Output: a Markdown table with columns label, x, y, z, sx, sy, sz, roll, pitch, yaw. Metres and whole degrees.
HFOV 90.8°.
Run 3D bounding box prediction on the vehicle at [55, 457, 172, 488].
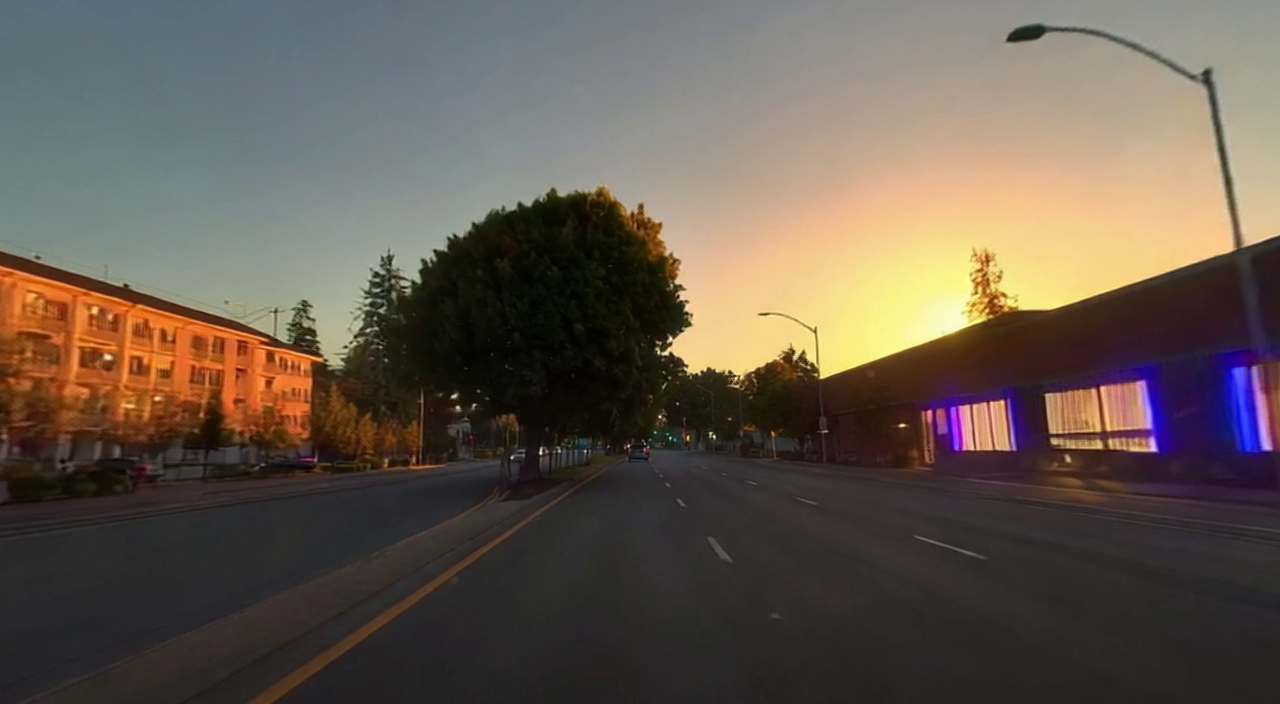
| label | x | y | z | sx | sy | sz | roll | pitch | yaw |
| --- | --- | --- | --- | --- | --- | --- | --- | --- | --- |
| vehicle | -31.059 | 7.109 | 37.412 | 4.919 | 1.720 | 2.217 | 0 | -9 | 1 |
